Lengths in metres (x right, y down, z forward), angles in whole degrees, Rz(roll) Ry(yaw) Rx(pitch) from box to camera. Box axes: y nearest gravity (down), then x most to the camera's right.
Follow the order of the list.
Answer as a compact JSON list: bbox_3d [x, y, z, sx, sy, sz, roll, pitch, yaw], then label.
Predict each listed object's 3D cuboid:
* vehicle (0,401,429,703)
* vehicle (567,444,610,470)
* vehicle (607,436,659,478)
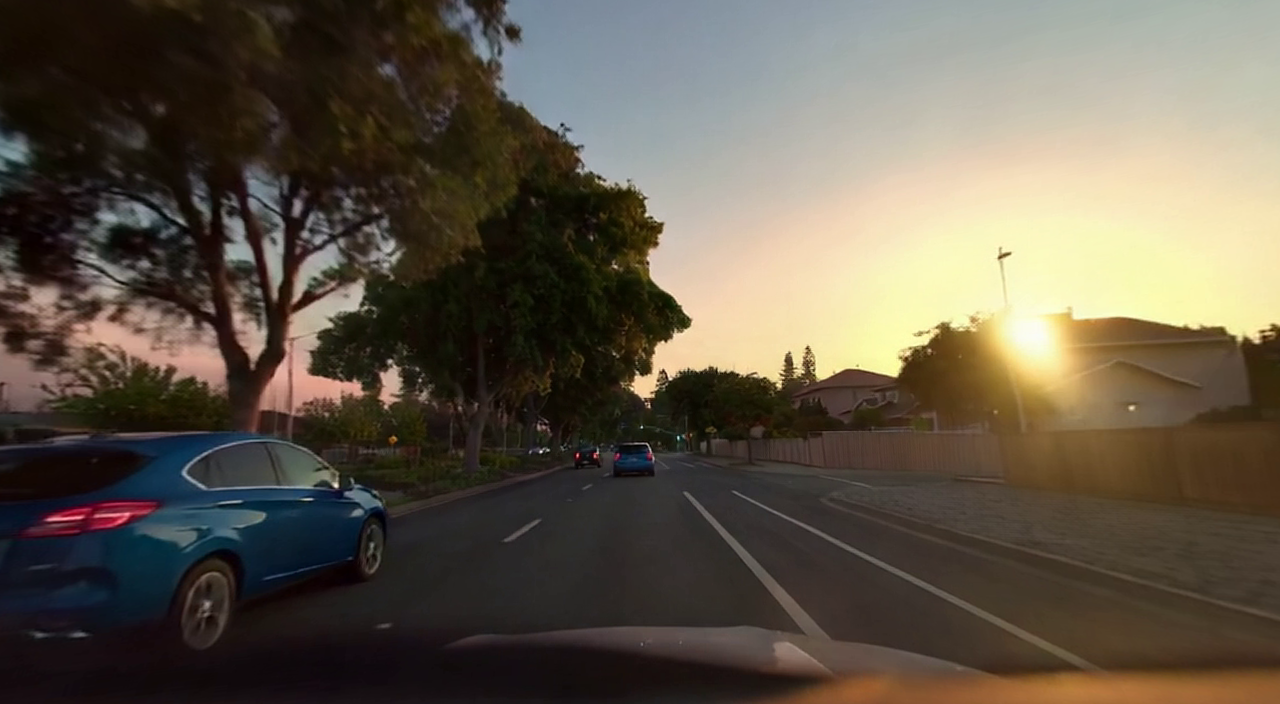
[{"bbox_3d":[-3.615,1.279,4.855,2.105,1.469,4.978,0,-8,2],"label":"vehicle"},{"bbox_3d":[-2.943,6.164,37.017,2.032,1.433,4.458,0,-8,2],"label":"vehicle"},{"bbox_3d":[-0.275,4.763,28.665,2.220,1.742,4.047,0,-8,1],"label":"vehicle"}]
